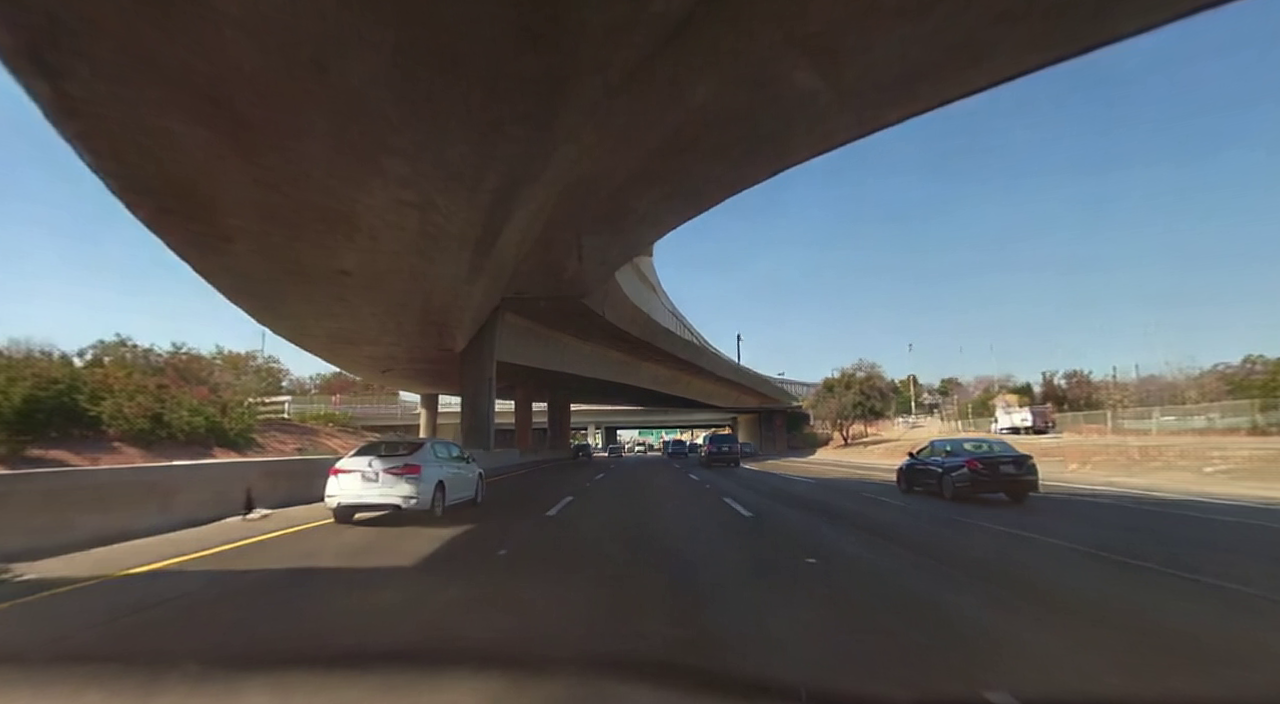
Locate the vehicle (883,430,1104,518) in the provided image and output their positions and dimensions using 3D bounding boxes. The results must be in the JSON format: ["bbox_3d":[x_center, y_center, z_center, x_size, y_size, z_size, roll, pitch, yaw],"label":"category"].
[{"bbox_3d":[6.812,2.389,12.866,1.989,1.472,4.322,0,-8,0],"label":"vehicle"}]

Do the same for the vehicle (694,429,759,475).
[{"bbox_3d":[3.536,4.195,26.615,2.072,1.761,4.242,0,-8,0],"label":"vehicle"}]

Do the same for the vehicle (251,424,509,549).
[{"bbox_3d":[-3.614,1.965,9.960,1.997,1.476,4.703,0,-8,1],"label":"vehicle"}]

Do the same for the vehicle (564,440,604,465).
[{"bbox_3d":[-3.529,6.456,40.633,2.047,1.464,4.387,0,-8,1],"label":"vehicle"}]
